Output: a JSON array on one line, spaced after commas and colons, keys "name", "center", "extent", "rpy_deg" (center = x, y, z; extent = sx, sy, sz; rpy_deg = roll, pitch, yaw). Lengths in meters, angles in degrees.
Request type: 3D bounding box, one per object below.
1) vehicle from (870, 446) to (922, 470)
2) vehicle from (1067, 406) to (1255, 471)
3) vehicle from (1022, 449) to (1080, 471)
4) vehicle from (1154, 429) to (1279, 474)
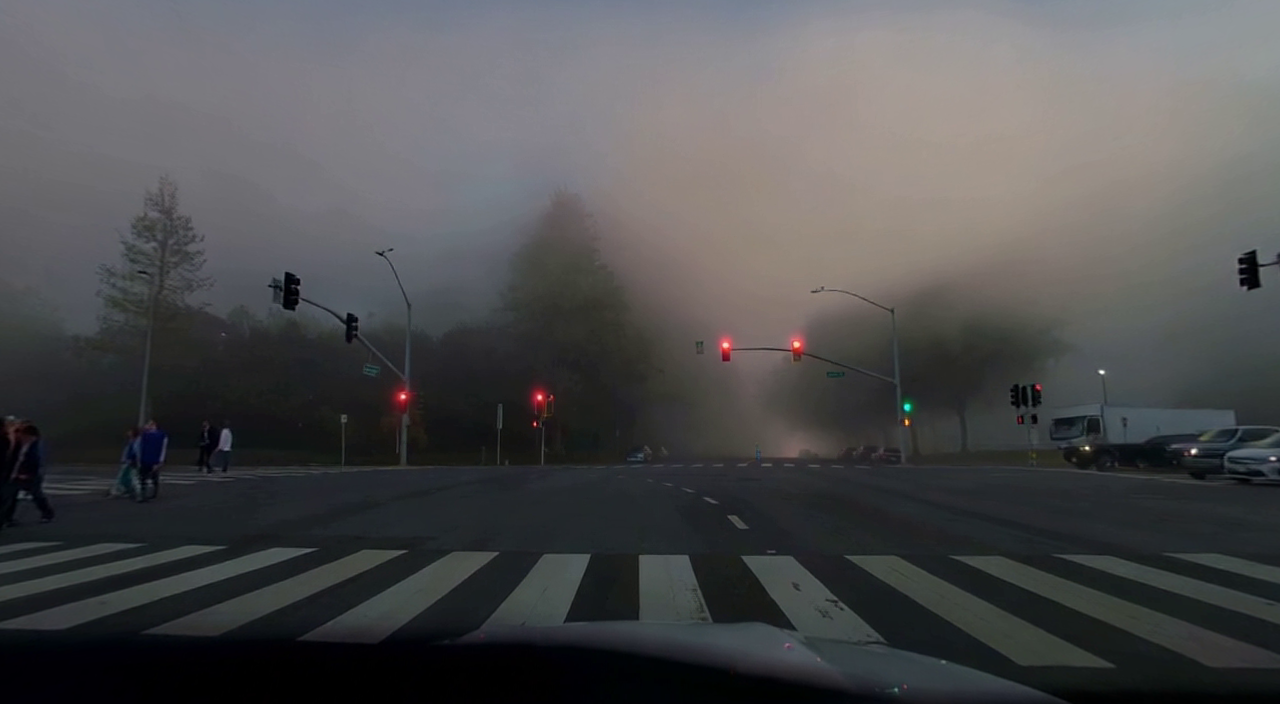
[{"name": "vehicle", "center": [17.518, 7.245, 43.497], "extent": [1.789, 1.557, 4.293], "rpy_deg": [0, -9, 0]}, {"name": "vehicle", "center": [22.942, 3.862, 28.097], "extent": [5.855, 2.746, 2.523], "rpy_deg": [-1, -9, 3]}, {"name": "vehicle", "center": [27.698, 7.267, 42.692], "extent": [1.589, 1.405, 3.633], "rpy_deg": [-1, -9, 4]}, {"name": "vehicle", "center": [20.956, 3.407, 21.733], "extent": [4.740, 1.464, 1.876], "rpy_deg": [-1, -9, 3]}]
